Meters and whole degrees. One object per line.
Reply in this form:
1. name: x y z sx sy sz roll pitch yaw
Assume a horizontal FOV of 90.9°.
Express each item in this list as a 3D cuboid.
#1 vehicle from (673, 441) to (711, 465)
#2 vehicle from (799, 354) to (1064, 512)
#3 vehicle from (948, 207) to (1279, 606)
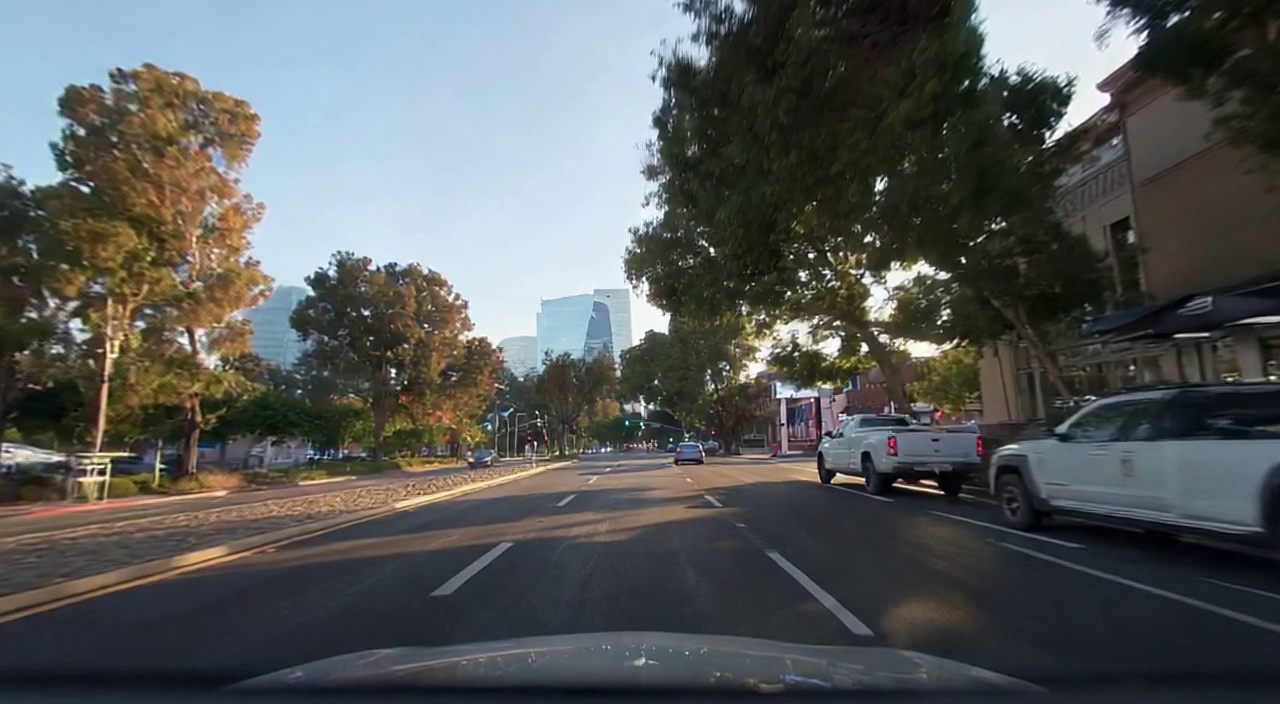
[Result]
1. vehicle: 3.250 6.415 40.220 2.057 1.470 4.454 0 -8 0
2. vehicle: 6.882 2.226 16.881 3.013 3.152 8.476 0 -8 0
3. vehicle: 6.777 0.608 6.352 2.974 3.265 8.394 0 -8 0
